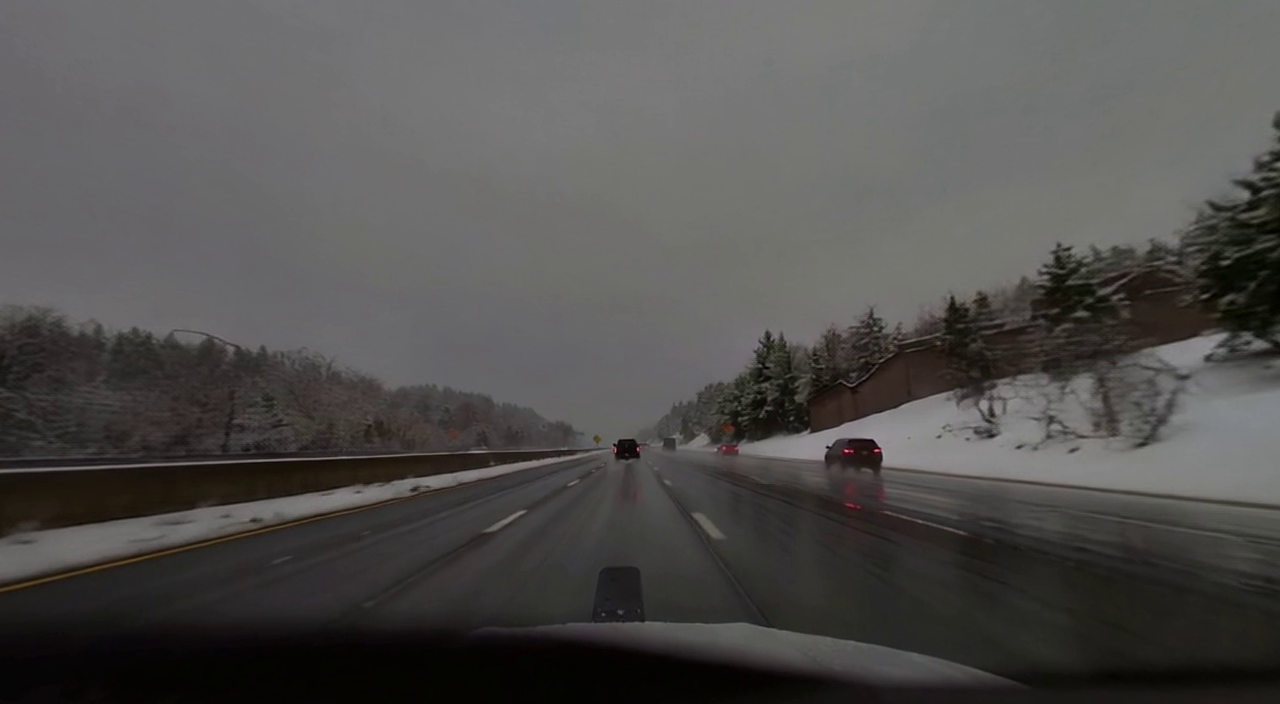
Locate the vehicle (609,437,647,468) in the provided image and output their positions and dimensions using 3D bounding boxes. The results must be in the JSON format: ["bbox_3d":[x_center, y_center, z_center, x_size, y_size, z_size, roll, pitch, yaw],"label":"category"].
[{"bbox_3d":[-0.726,6.066,38.168,2.121,1.739,4.087,0,-8,-1],"label":"vehicle"}]

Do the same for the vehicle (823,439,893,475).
[{"bbox_3d":[11.099,5.355,32.462,1.912,1.673,4.438,0,-8,-1],"label":"vehicle"}]

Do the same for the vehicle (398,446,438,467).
[{"bbox_3d":[-14.915,7.027,42.652,1.486,1.365,3.227,0,-8,1],"label":"vehicle"}]
